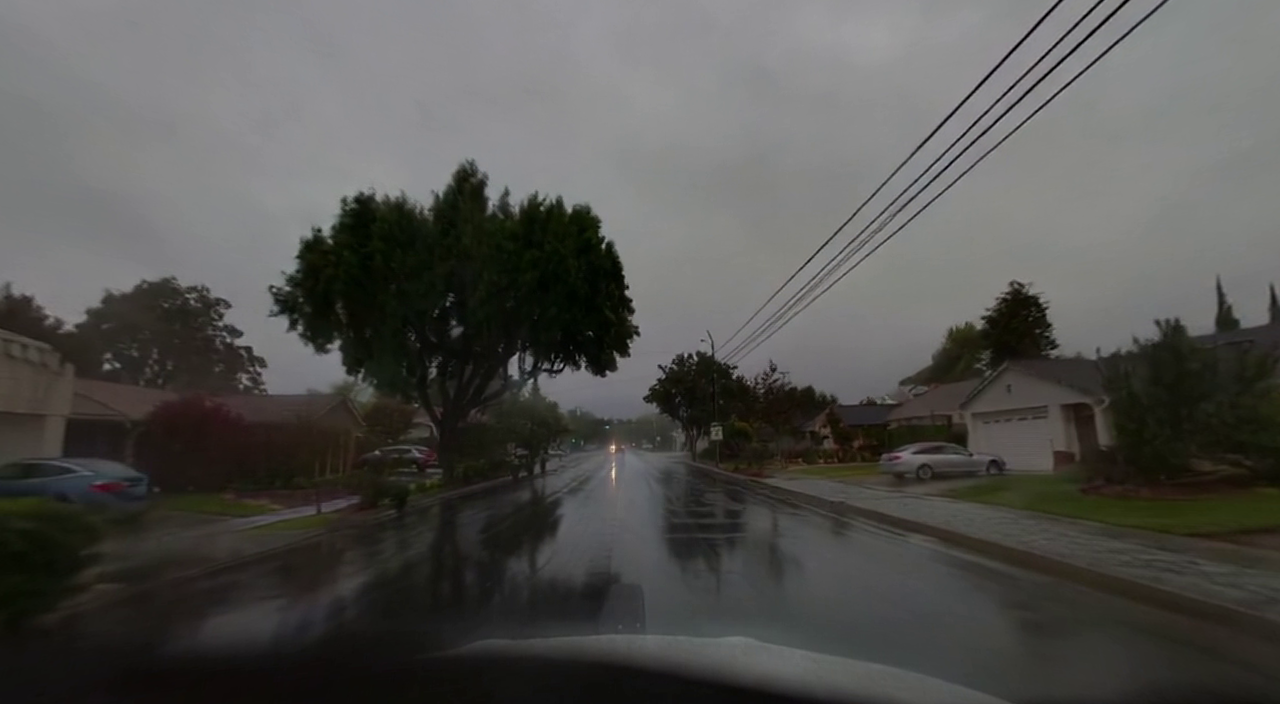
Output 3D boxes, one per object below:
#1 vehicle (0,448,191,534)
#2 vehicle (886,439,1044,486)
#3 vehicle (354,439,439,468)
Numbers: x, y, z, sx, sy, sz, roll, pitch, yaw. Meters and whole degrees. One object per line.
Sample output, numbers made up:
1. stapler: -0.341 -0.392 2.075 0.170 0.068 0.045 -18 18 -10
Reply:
1. vehicle: -13.596 3.120 14.515 4.887 1.788 2.006 1 -8 -4
2. vehicle: 11.509 3.917 22.576 4.626 1.541 1.866 1 -9 -3
3. vehicle: -13.780 5.806 36.032 4.265 1.569 1.984 2 -9 -15
